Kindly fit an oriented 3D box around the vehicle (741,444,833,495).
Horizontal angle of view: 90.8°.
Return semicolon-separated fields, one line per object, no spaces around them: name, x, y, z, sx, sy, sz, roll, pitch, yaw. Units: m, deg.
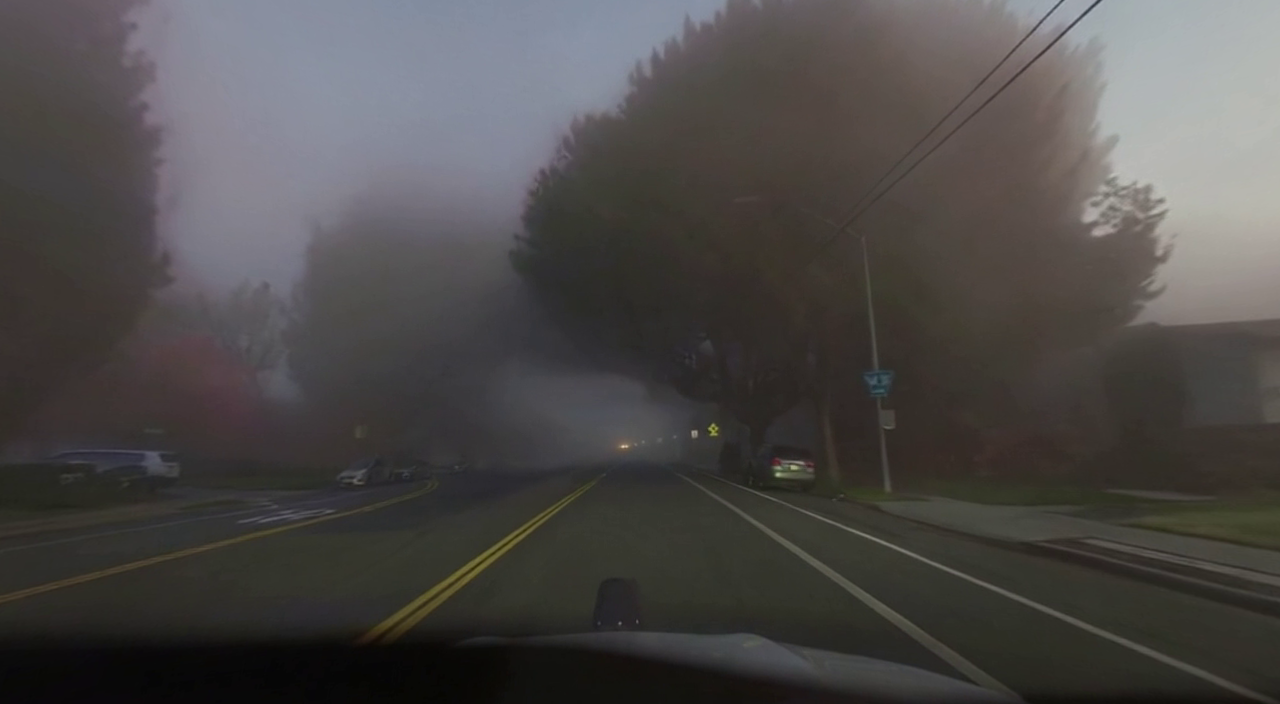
vehicle;4.700;3.815;20.945;1.925;1.482;4.746;0;-8;0

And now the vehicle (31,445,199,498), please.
vehicle;-19.959;4.514;24.204;4.461;1.886;2.072;0;-8;-1

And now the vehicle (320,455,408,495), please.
vehicle;-12.311;5.495;28.529;1.940;1.452;4.485;-3;-9;0

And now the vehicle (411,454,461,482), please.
vehicle;-12.660;7.193;39.478;1.775;1.516;4.304;-3;-8;-1
